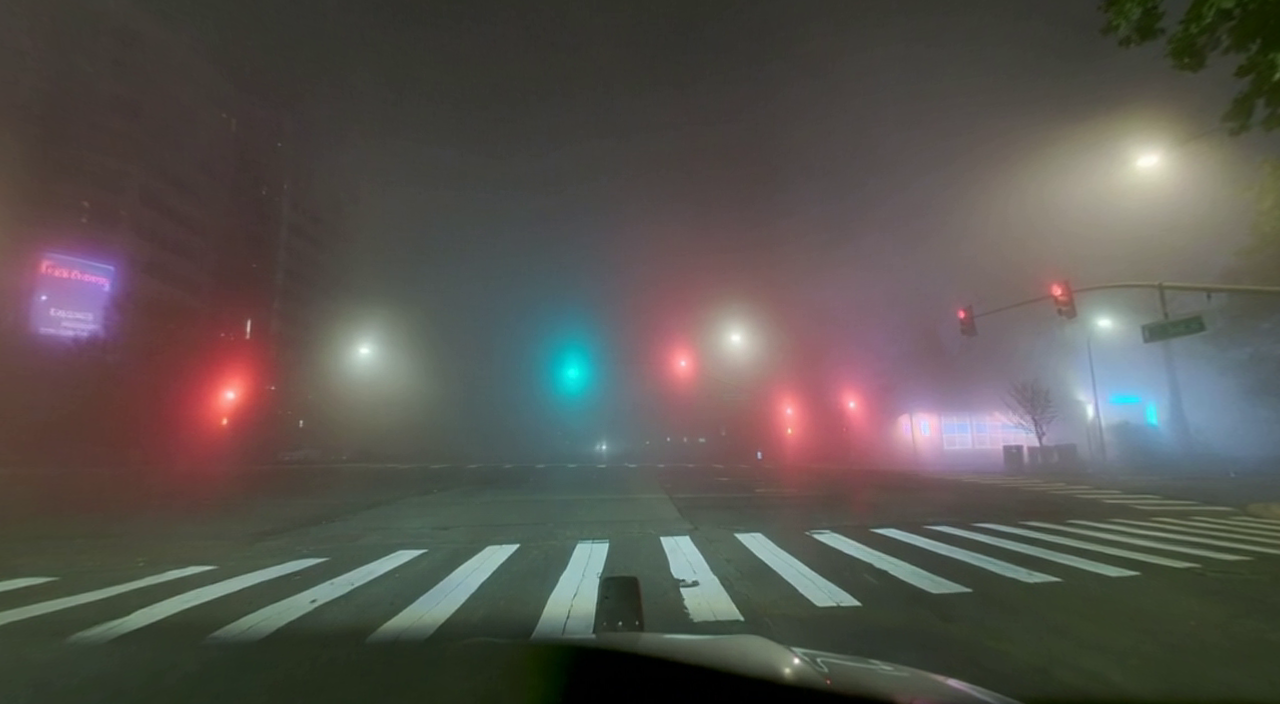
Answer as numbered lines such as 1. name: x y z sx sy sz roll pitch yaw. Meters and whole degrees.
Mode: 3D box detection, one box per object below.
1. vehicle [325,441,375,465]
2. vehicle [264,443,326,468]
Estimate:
1. vehicle: -22.453 7.827 49.107 2.023 1.706 4.756 1 -9 -6
2. vehicle: -21.847 6.556 40.148 2.005 1.496 4.020 1 -9 -6
